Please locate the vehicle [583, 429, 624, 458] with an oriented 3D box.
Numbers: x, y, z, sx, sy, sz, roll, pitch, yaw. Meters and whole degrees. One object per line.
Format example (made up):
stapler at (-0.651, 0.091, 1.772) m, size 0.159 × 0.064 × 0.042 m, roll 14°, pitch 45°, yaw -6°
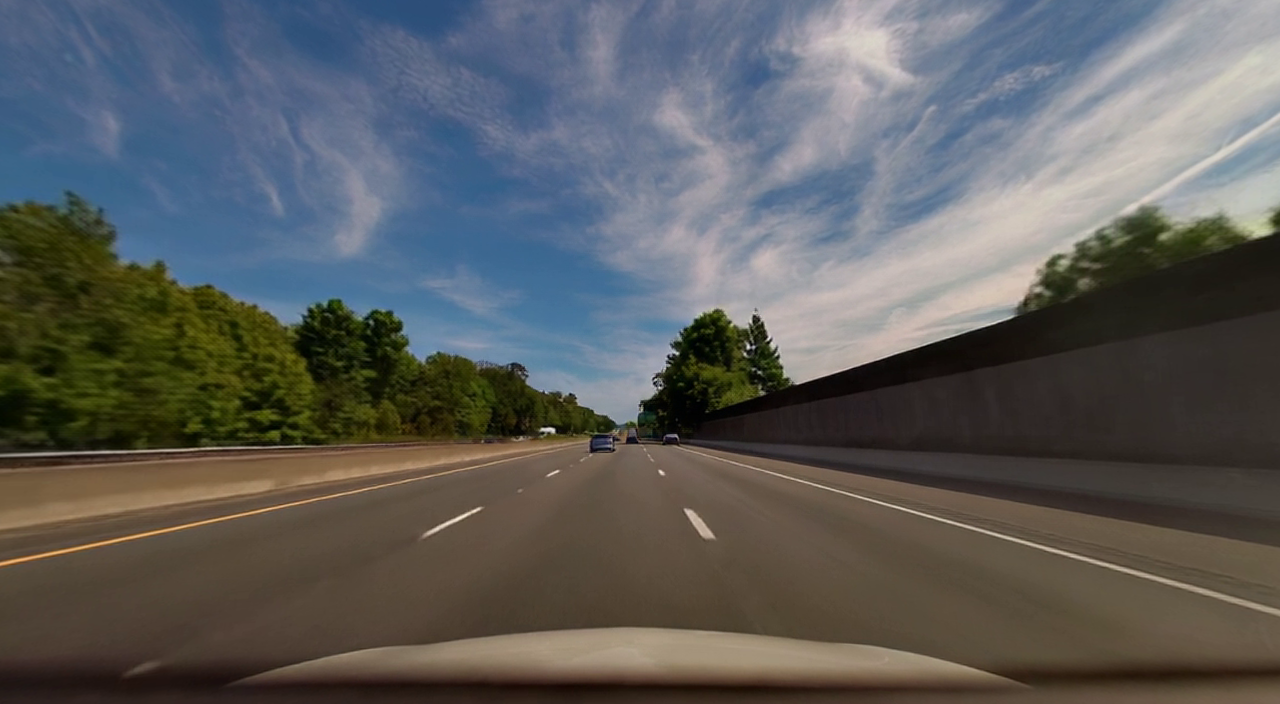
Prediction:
vehicle at (-2.236, 5.748, 39.847) m, size 2.306 × 1.730 × 4.606 m, roll 0°, pitch -8°, yaw 1°
